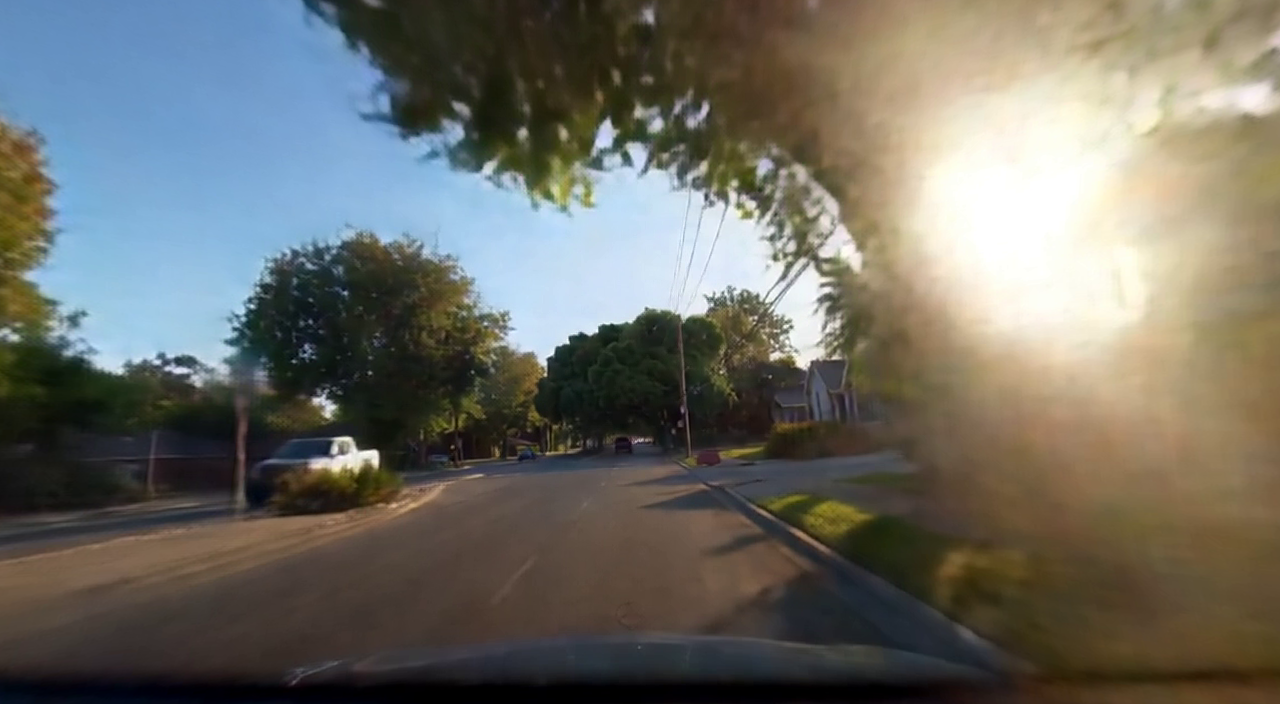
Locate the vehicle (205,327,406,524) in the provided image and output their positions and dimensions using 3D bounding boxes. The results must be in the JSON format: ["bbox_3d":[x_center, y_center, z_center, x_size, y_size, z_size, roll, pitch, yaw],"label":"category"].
[{"bbox_3d":[-6.957,1.586,13.659,2.365,3.642,3.374,-3,-7,2],"label":"vehicle"}]
